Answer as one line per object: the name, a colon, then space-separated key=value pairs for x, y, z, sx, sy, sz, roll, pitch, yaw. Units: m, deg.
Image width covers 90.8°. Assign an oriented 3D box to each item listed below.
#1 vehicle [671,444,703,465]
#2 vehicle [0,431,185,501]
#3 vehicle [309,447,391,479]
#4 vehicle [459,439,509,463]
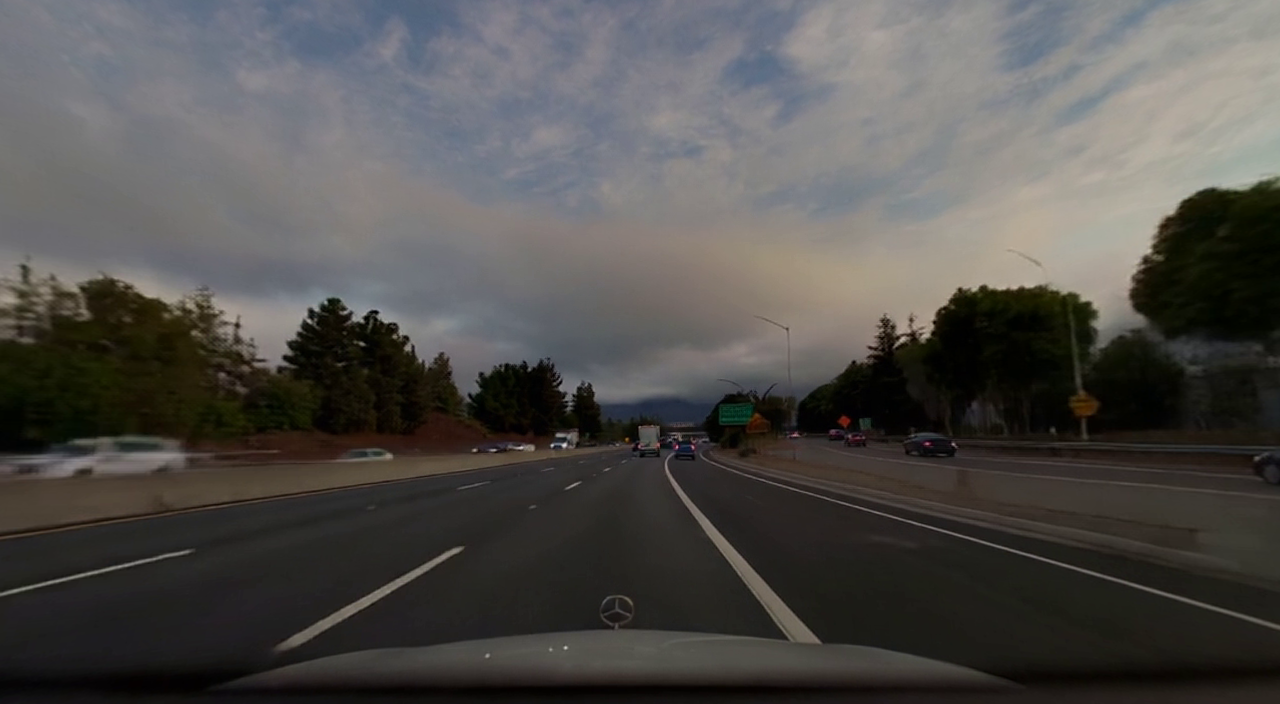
vehicle: x=3.444 y=7.597 z=46.931 sx=2.069 sy=1.476 sz=4.197 roll=0 pitch=-9 yaw=0
vehicle: x=-16.049 y=3.180 z=18.031 sx=2.153 sy=1.671 sz=5.278 roll=0 pitch=-9 yaw=1
vehicle: x=-14.525 y=5.544 z=31.924 sx=1.830 sy=1.457 sz=4.506 roll=-1 pitch=-9 yaw=2
vehicle: x=-12.237 y=7.835 z=49.969 sx=2.281 sy=1.743 sz=5.822 roll=-1 pitch=-9 yaw=2
